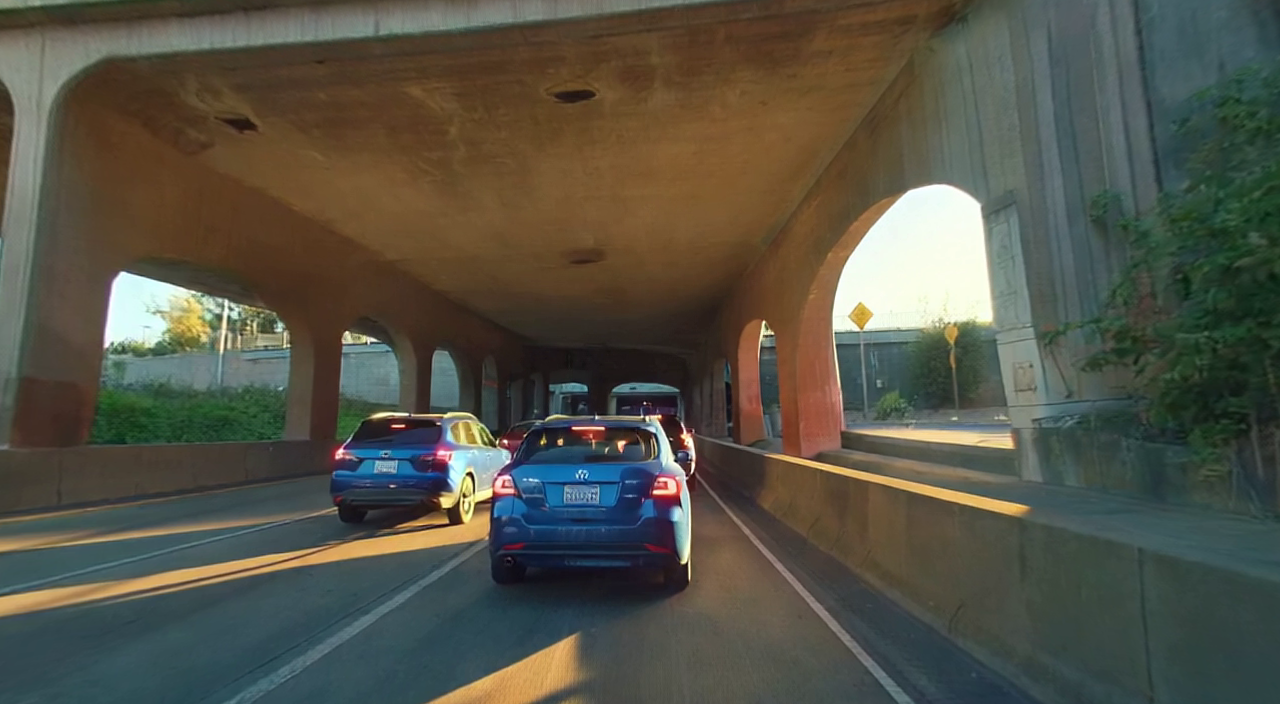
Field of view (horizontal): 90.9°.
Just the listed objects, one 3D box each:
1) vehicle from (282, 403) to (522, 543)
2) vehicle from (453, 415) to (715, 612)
[{"bbox_3d":[-3.458,1.873,10.354,2.017,1.761,4.572,0,-8,2],"label":"vehicle"},{"bbox_3d":[-0.315,1.540,6.951,2.020,1.478,4.092,-1,-8,4],"label":"vehicle"}]
